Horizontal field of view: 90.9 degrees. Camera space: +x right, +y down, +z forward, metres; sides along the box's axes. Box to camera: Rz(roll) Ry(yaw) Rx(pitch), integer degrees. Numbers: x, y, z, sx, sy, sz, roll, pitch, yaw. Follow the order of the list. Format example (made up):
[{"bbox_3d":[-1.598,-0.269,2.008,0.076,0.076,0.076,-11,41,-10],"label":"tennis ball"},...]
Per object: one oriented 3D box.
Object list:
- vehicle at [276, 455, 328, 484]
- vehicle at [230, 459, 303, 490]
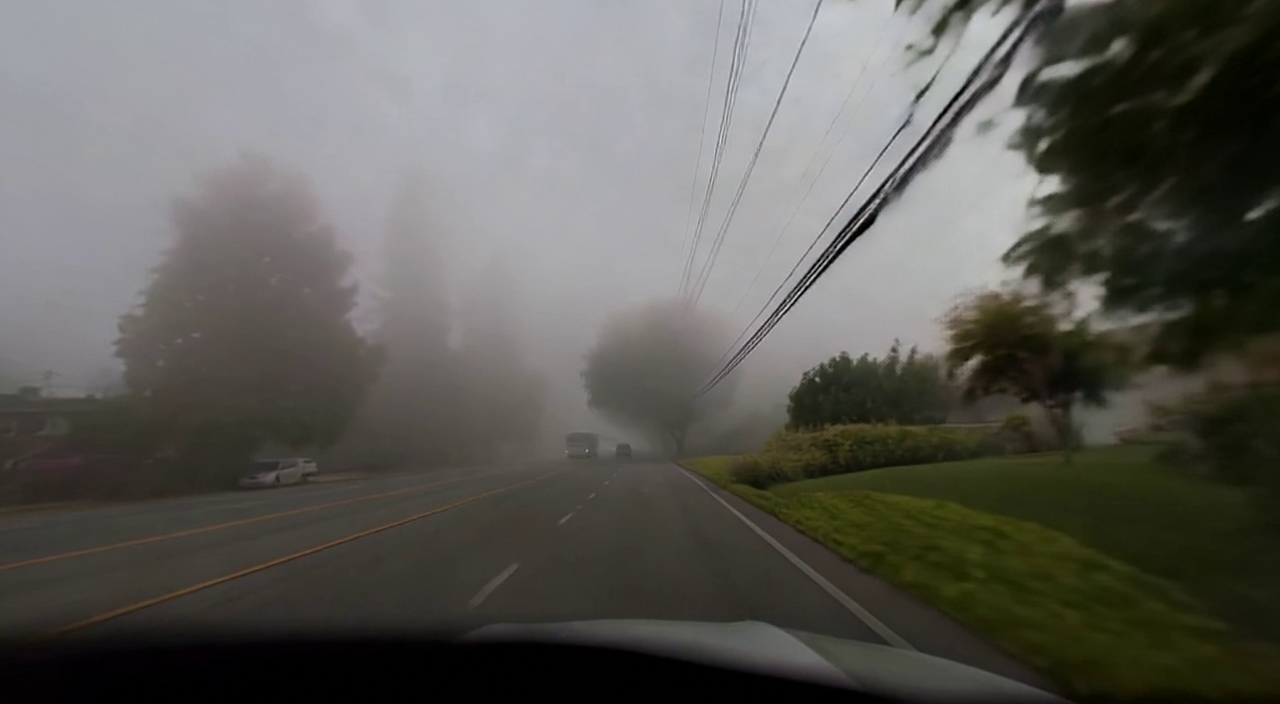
[{"bbox_3d":[-22.182,7.667,41.538,1.891,1.703,4.976,2,-9,-16],"label":"vehicle"},{"bbox_3d":[-21.012,6.905,35.696,1.854,1.504,4.436,1,-8,-7],"label":"vehicle"}]
